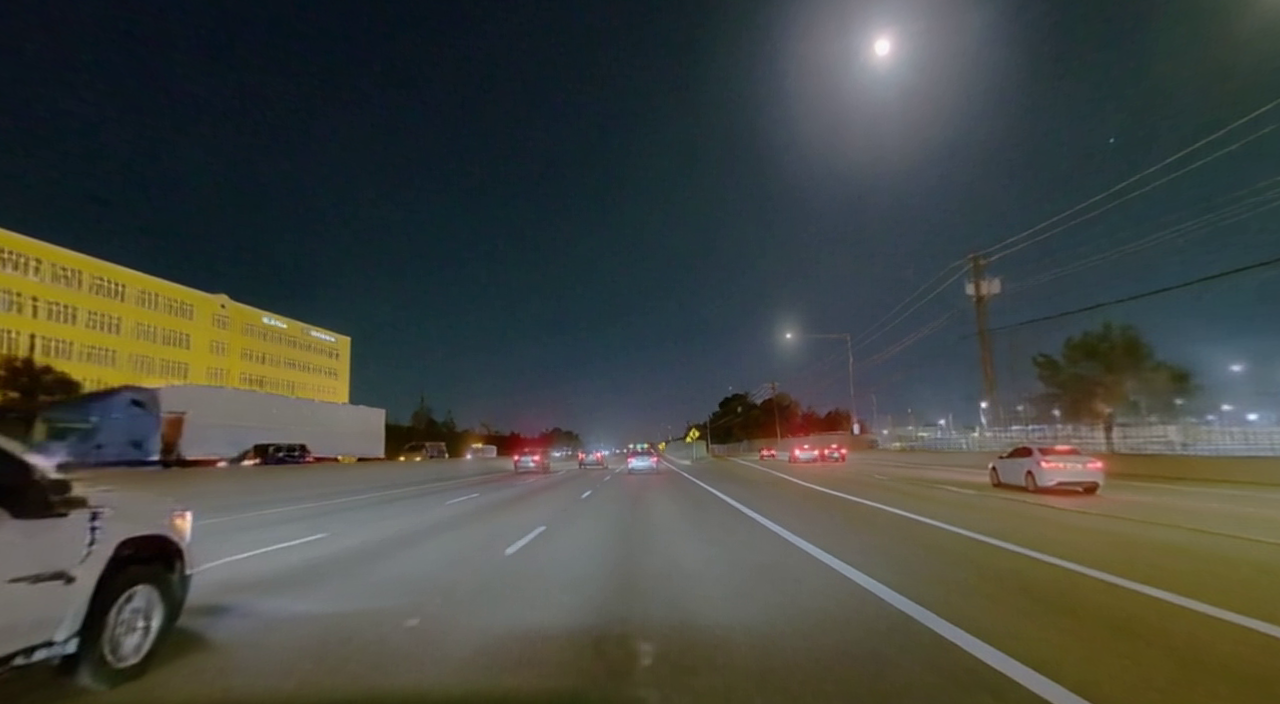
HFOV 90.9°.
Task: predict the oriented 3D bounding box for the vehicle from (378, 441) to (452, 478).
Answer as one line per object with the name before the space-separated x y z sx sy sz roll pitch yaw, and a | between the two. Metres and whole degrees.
vehicle | -13.081 6.270 37.174 2.216 1.945 5.942 0 -8 0

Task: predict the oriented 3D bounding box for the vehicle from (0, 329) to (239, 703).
vehicle | -3.893 0.708 1.688 2.250 1.872 5.038 -1 -8 1

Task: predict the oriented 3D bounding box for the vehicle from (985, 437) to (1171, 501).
vehicle | 11.518 3.072 17.101 1.966 1.484 4.610 -1 -8 4

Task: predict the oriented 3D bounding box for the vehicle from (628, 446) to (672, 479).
vehicle | 0.462 5.620 32.320 2.107 1.538 3.999 0 -8 0

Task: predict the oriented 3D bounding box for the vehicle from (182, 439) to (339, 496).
vehicle | -13.103 3.989 22.340 2.249 1.715 5.424 0 -8 -1

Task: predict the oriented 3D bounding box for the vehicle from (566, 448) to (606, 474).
vehicle | -3.357 6.861 39.899 2.059 1.508 4.662 0 -8 0

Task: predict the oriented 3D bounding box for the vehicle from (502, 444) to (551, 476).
vehicle | -7.100 6.781 40.018 2.106 1.827 4.814 -1 -8 1
